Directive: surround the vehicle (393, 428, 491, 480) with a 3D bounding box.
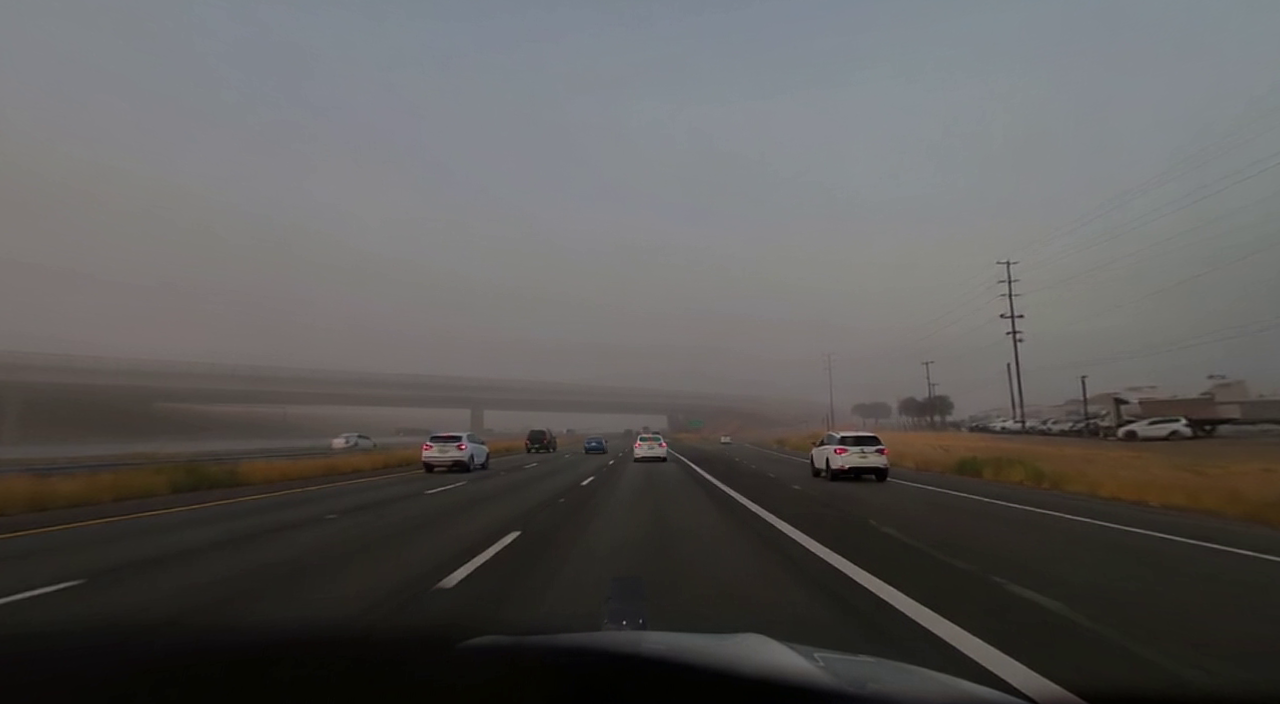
[{"bbox_3d":[-7.045,3.683,22.987,2.067,1.682,4.388,0,-9,1],"label":"vehicle"}]

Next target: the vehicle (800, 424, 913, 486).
[{"bbox_3d":[6.541,3.172,19.683,2.095,1.674,4.530,0,-9,3],"label":"vehicle"}]

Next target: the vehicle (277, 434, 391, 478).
[{"bbox_3d":[-11.315,3.876,23.762,1.858,1.491,4.734,0,-9,0],"label":"vehicle"}]

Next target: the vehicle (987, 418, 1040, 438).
[{"bbox_3d":[29.049,5.995,49.221,1.797,1.435,4.566,-1,-9,6],"label":"vehicle"}]

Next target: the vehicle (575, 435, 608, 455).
[{"bbox_3d":[-3.498,6.855,46.510,2.056,1.405,4.273,0,-8,1],"label":"vehicle"}]

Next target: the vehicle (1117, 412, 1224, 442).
[{"bbox_3d":[27.151,3.924,32.523,1.835,1.438,4.615,-1,-9,5],"label":"vehicle"}]

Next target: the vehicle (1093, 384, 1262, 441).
[{"bbox_3d":[35.589,4.058,42.113,7.901,3.250,2.763,-5,-7,14],"label":"vehicle"}]

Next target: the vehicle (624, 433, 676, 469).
[{"bbox_3d":[0.424,4.439,28.400,2.145,1.493,4.146,0,-9,0],"label":"vehicle"}]
